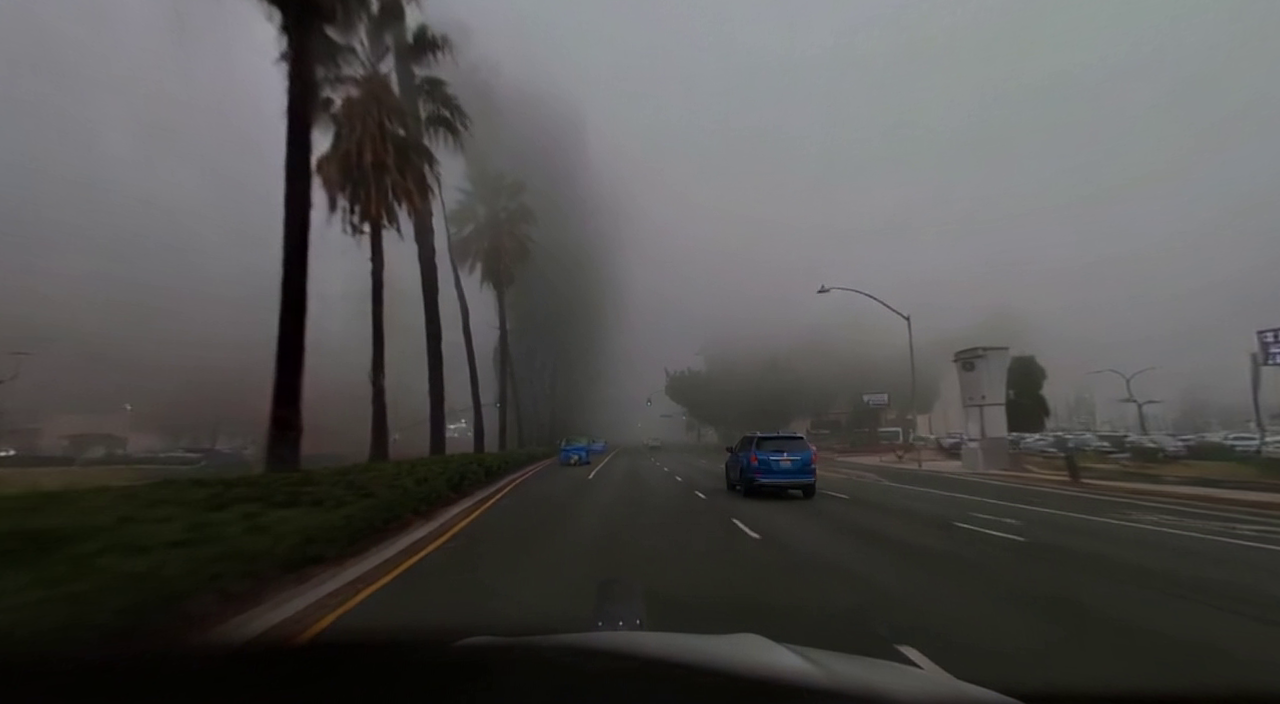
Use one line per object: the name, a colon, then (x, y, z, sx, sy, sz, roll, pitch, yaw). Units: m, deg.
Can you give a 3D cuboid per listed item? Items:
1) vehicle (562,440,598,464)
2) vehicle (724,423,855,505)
vehicle: (-3.866, 6.497, 41.267, 2.019, 1.483, 4.409, 0, -8, -1)
vehicle: (3.424, 2.661, 15.412, 2.072, 1.696, 4.177, 0, -8, -1)
